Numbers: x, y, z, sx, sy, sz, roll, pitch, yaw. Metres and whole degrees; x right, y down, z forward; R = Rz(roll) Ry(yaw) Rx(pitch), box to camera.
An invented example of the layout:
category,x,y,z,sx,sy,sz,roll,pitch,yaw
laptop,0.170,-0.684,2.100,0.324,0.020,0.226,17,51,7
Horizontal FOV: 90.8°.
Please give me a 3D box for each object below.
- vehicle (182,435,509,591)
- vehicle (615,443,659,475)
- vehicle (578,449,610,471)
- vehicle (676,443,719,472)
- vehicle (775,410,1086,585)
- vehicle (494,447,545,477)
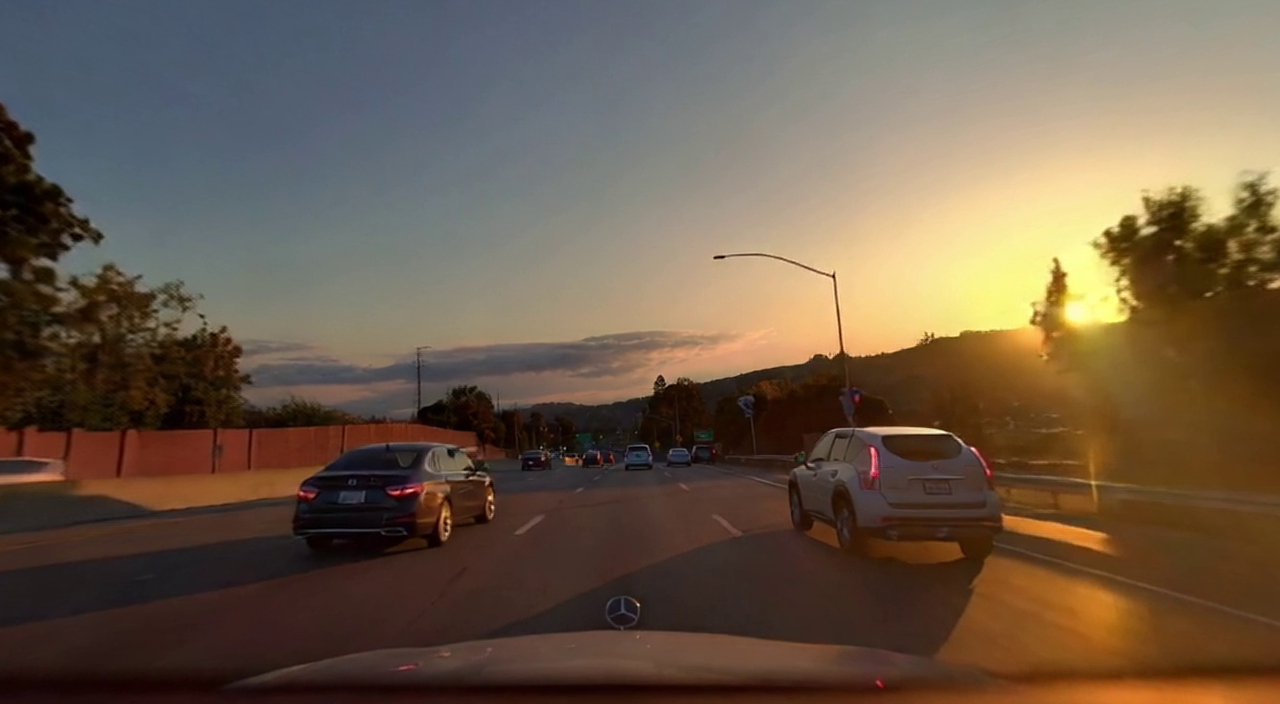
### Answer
category,x,y,z,sx,sy,sz,roll,pitch,yaw
vehicle,-3.407,1.940,8.674,2.130,1.514,4.766,0,-8,1
vehicle,-0.167,6.153,36.663,2.408,1.748,4.217,0,-8,0
vehicle,-3.377,8.025,47.041,1.968,1.473,4.209,0,-8,2
vehicle,3.615,6.767,40.650,2.320,1.735,4.408,0,-8,0
vehicle,3.385,1.779,8.624,2.029,1.716,4.545,0,-8,-1
vehicle,-6.717,6.179,35.736,1.980,1.519,4.147,0,-8,2
